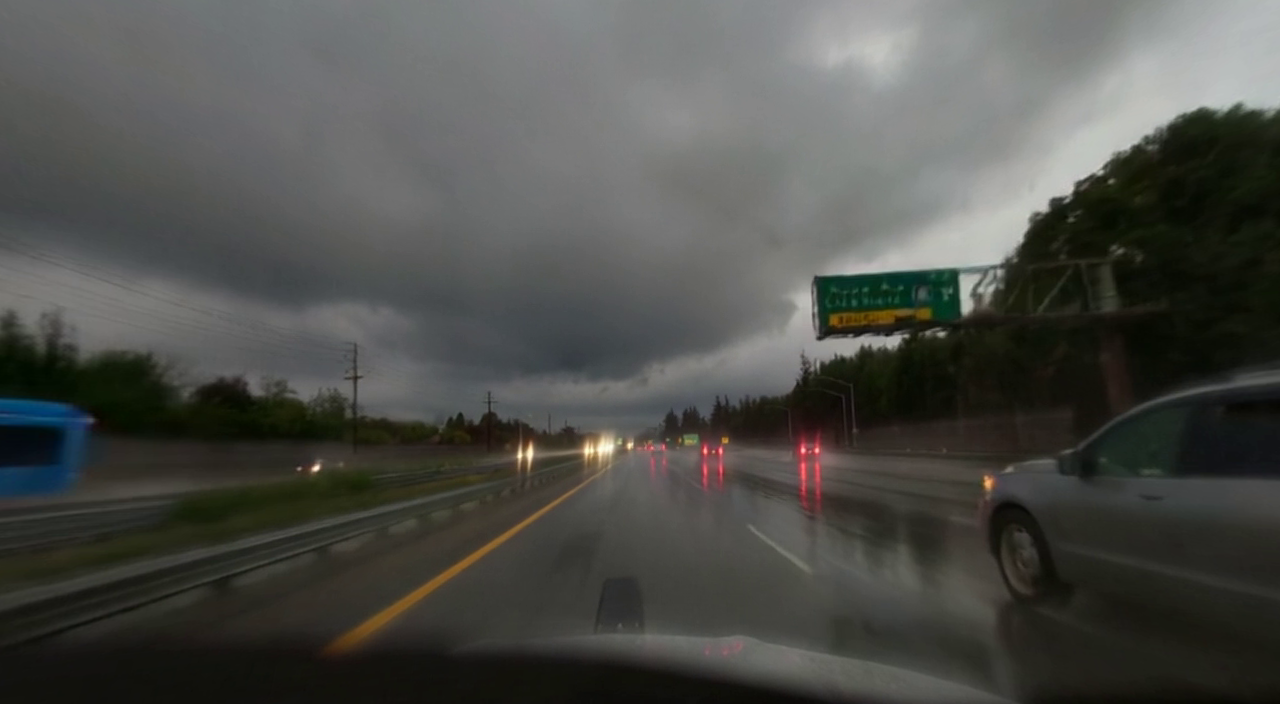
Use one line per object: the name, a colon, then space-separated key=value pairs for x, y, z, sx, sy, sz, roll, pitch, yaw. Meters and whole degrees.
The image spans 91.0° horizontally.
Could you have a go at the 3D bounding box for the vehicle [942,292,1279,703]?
vehicle: x=3.511 y=0.720 z=2.450 sx=2.207 sy=1.850 sz=4.875 roll=0 pitch=-9 yaw=0
